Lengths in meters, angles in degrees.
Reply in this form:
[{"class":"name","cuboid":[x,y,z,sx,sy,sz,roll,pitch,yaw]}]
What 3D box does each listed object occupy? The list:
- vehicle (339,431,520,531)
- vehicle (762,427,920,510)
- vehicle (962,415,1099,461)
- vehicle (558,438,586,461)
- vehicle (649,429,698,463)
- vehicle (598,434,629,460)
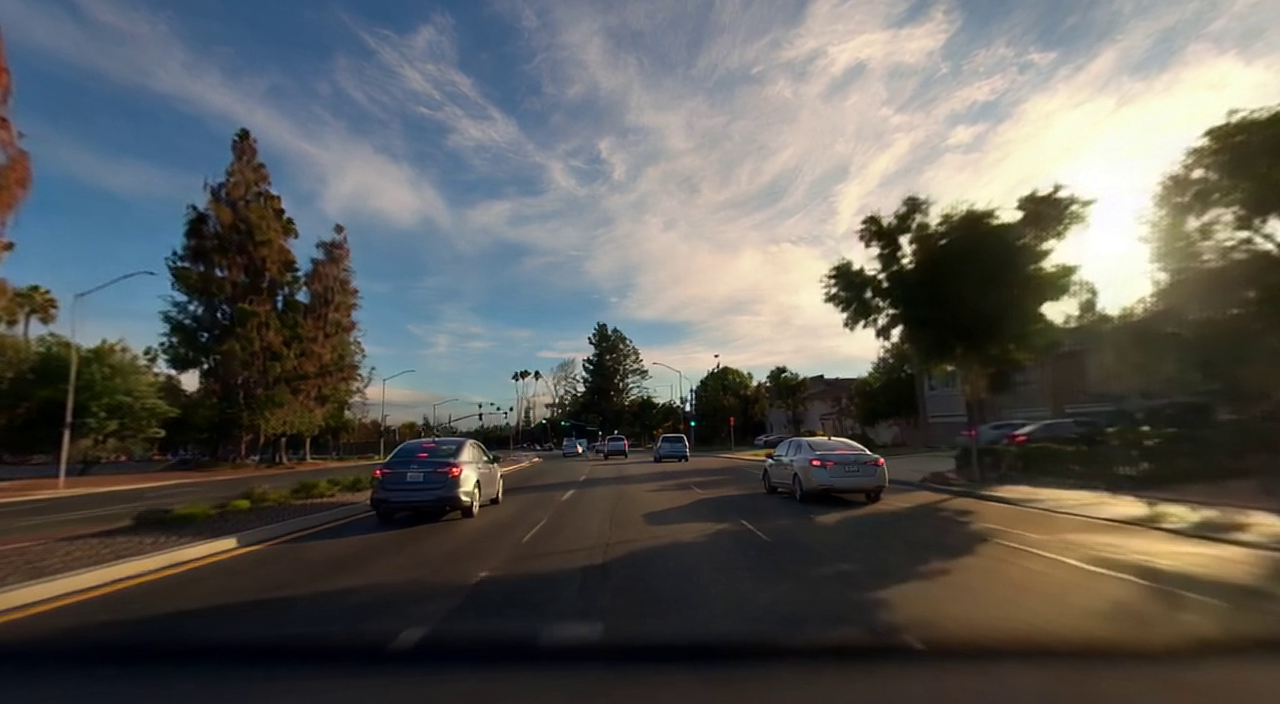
[{"class":"vehicle","cuboid":[-3.556,2.240,11.614,1.924,1.473,4.200,0,-8,-1]},{"class":"vehicle","cuboid":[4.049,2.417,13.539,1.870,1.491,4.009,0,-8,-3]},{"class":"vehicle","cuboid":[15.746,3.538,25.839,1.978,1.669,4.515,2,-9,-16]},{"class":"vehicle","cuboid":[-4.976,7.133,46.285,1.922,1.577,4.140,1,-8,-5]},{"class":"vehicle","cuboid":[2.025,5.964,40.112,2.391,1.960,5.600,0,-8,-5]},{"class":"vehicle","cuboid":[-2.058,7.220,48.068,2.164,1.867,4.254,1,-8,-5]}]
